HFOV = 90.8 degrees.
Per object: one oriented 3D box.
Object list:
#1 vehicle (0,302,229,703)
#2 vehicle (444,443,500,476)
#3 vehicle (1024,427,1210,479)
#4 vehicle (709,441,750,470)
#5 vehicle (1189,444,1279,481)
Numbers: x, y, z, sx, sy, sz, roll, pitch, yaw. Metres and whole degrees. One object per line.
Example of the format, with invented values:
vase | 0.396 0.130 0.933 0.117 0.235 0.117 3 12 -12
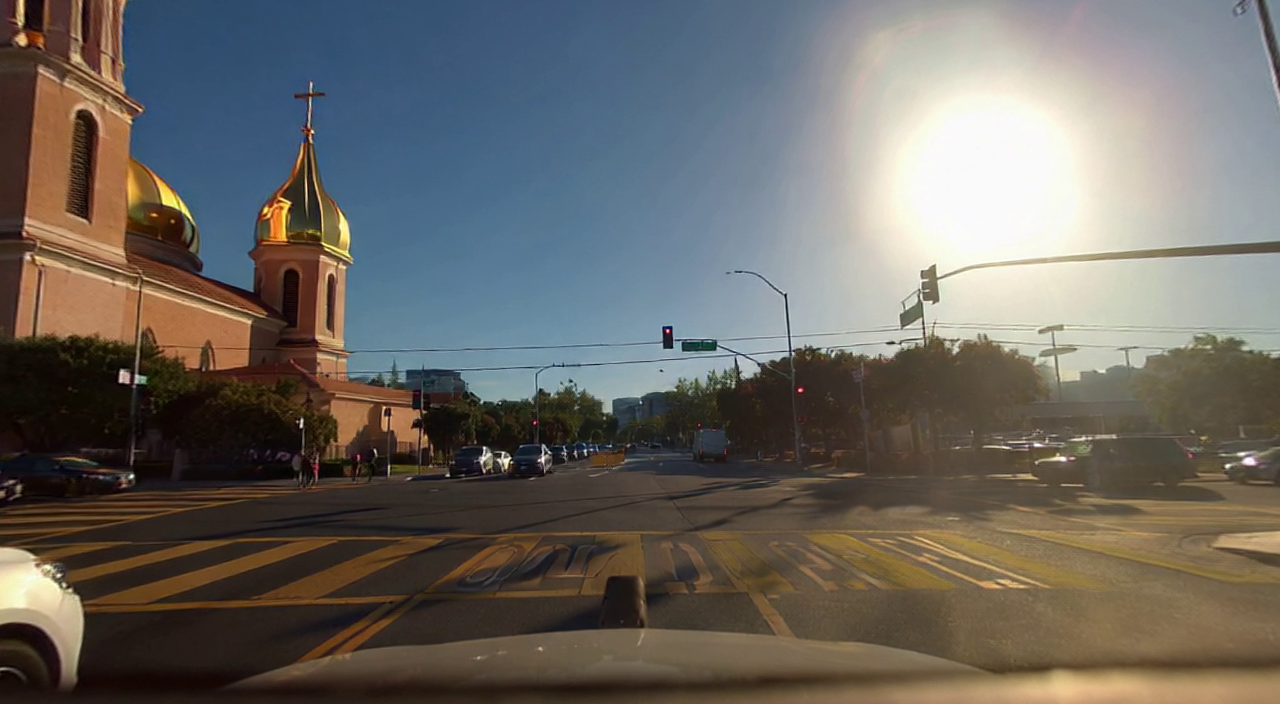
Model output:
vehicle | -3.876 0.582 1.192 2.251 2.009 5.688 0 -8 1
vehicle | -10.246 6.561 38.968 2.076 1.876 4.669 0 -8 1
vehicle | 19.871 4.242 26.575 5.852 2.057 2.361 0 -8 0
vehicle | 5.823 6.773 41.528 1.969 1.776 4.329 0 -8 -2
vehicle | 26.365 4.636 26.662 4.561 1.475 1.850 0 -8 0
